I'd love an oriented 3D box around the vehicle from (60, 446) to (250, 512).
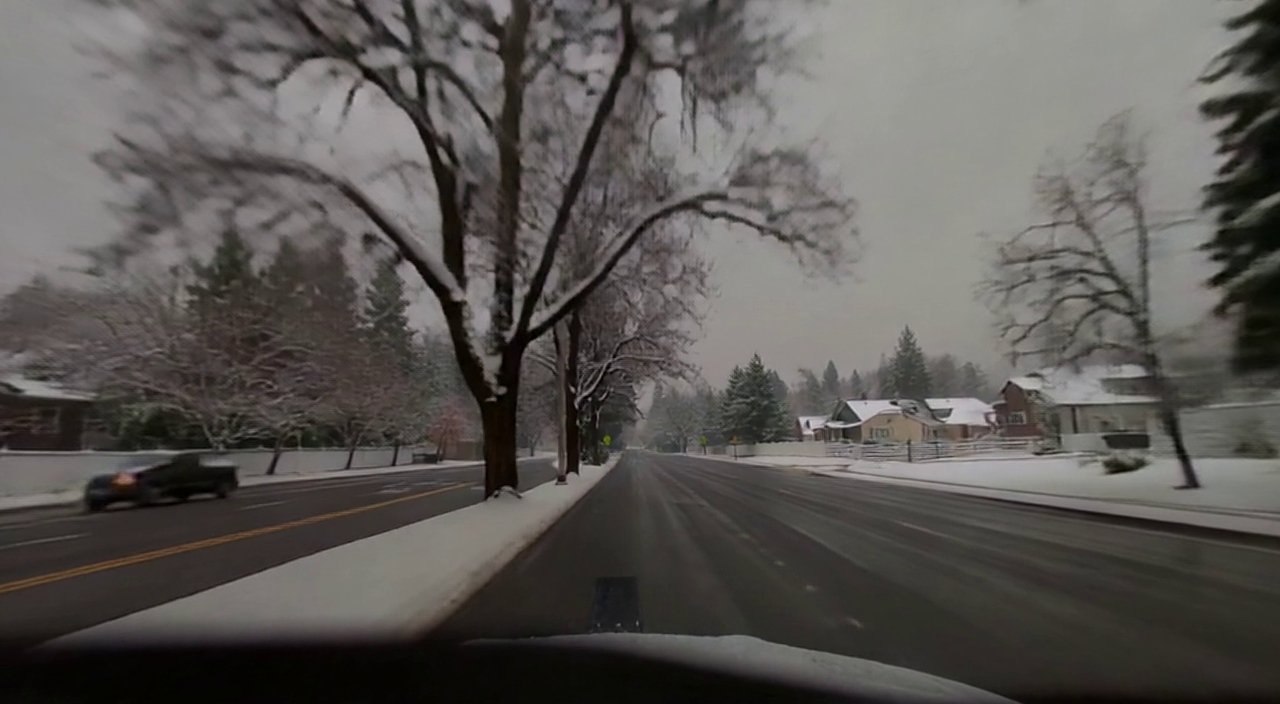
[{"bbox_3d":[-14.348,3.730,19.142,1.919,1.700,4.685,0,-8,1],"label":"vehicle"}]
